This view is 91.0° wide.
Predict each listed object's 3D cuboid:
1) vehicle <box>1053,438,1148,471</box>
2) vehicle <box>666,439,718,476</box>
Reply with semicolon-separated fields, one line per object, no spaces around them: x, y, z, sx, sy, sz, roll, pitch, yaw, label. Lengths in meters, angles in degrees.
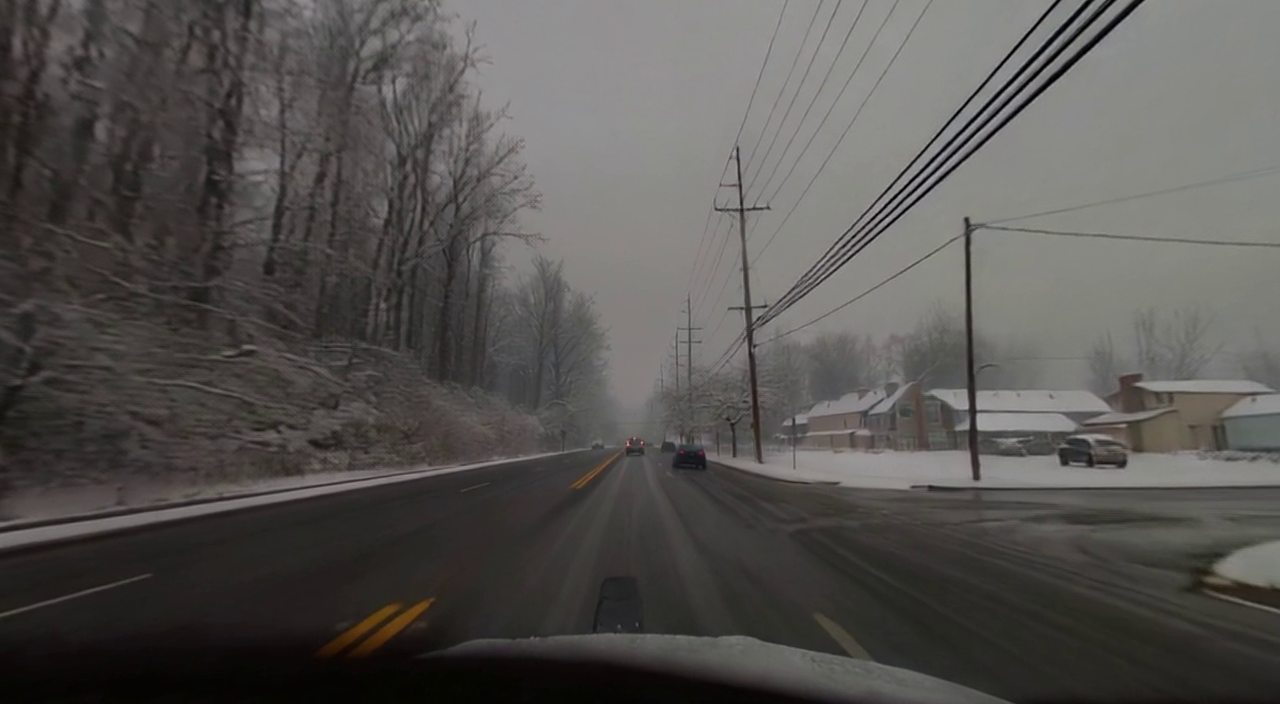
22.288;4.978;30.668;1.851;1.458;3.709;0;-9;1;vehicle
2.277;4.734;28.410;1.975;1.497;3.647;0;-9;-1;vehicle
